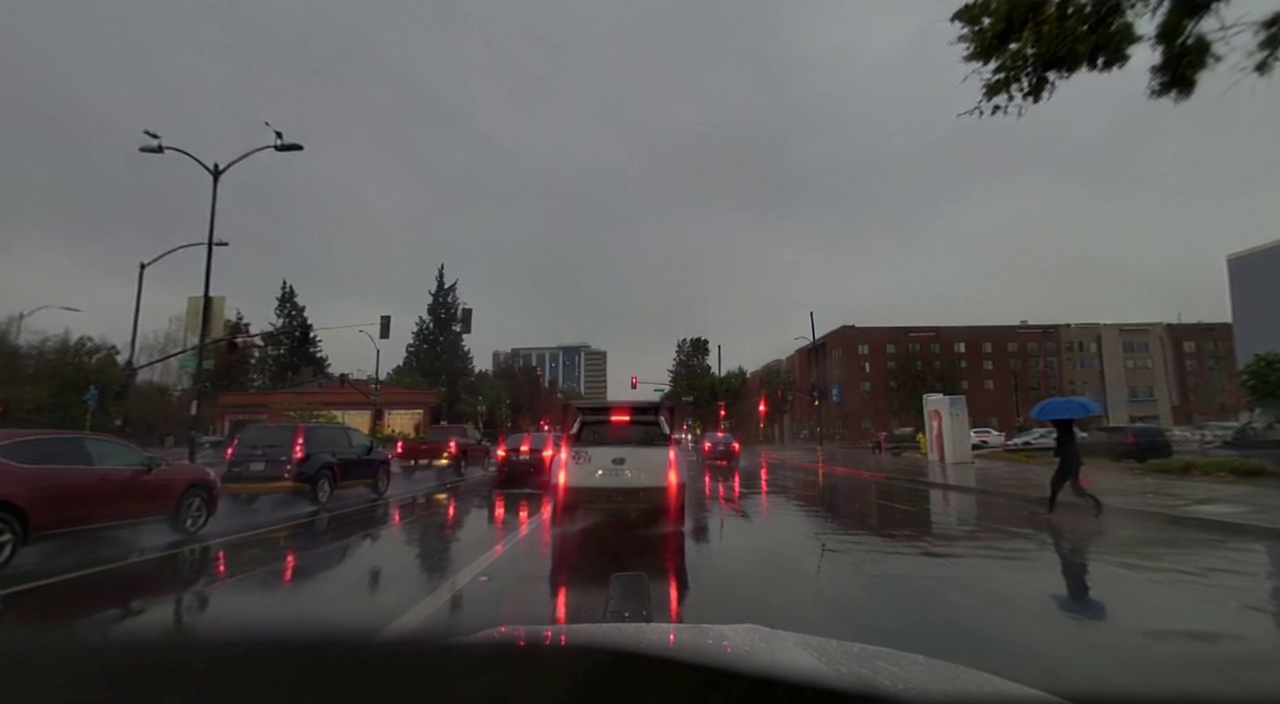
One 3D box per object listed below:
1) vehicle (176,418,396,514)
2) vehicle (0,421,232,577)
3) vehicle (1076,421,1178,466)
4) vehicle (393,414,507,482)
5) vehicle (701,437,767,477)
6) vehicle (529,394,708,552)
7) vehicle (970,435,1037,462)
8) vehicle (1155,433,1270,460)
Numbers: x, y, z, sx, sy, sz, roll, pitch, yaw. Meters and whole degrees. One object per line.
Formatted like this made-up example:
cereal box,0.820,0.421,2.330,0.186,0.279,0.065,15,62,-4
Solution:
vehicle,-7.090,2.337,13.355,1.941,1.655,4.503,0,-8,1
vehicle,-6.941,1.548,7.058,1.831,1.451,4.382,0,-8,0
vehicle,19.434,3.638,25.111,4.156,1.622,1.924,6,-10,-35
vehicle,-6.374,3.307,21.808,2.496,2.112,4.351,0,-8,1
vehicle,3.557,4.076,24.707,2.023,1.441,4.240,0,-8,1
vehicle,-0.241,1.710,9.489,2.064,1.817,4.298,0,-8,0
vehicle,20.296,5.378,35.151,3.836,1.443,1.694,6,-10,-34
vehicle,29.713,4.911,32.778,4.176,1.313,1.719,0,-9,3
